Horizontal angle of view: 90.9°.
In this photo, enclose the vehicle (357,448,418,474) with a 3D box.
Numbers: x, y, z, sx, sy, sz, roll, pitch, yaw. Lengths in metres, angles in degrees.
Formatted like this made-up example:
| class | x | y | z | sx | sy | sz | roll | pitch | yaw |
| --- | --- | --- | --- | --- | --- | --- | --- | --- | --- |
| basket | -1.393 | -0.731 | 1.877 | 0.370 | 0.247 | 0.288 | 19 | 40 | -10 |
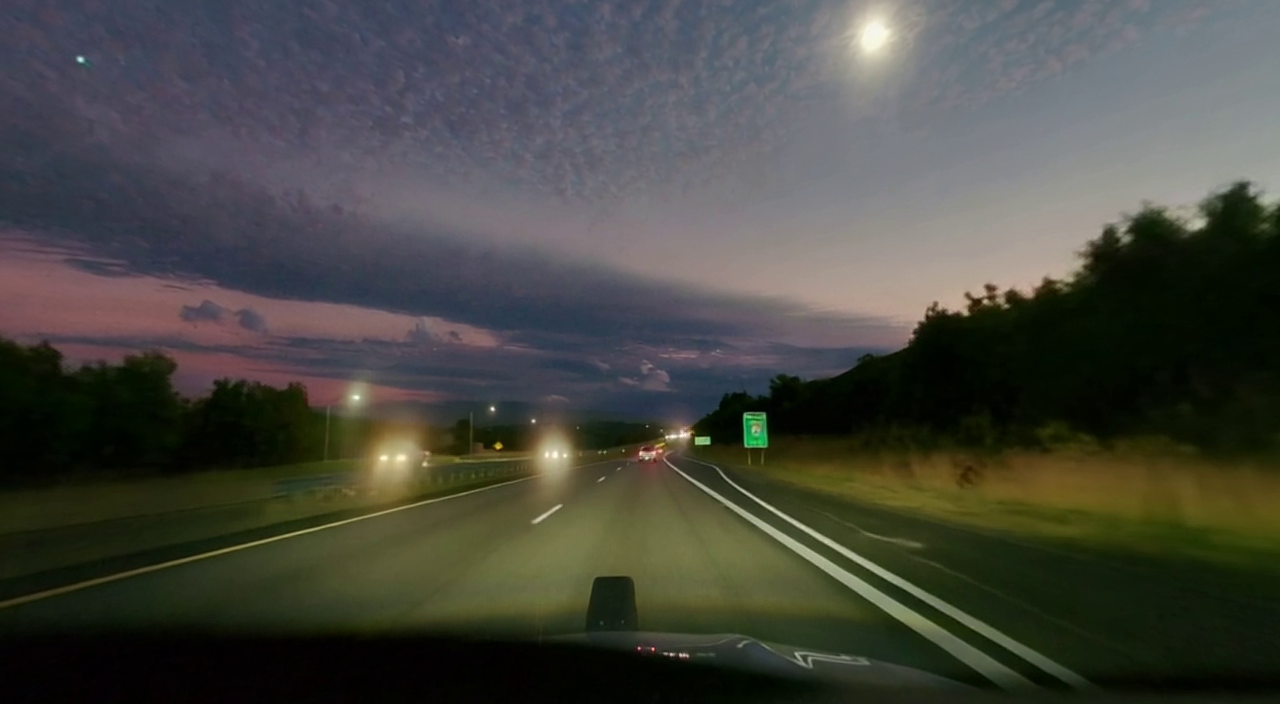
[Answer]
| class | x | y | z | sx | sy | sz | roll | pitch | yaw |
| --- | --- | --- | --- | --- | --- | --- | --- | --- | --- |
| vehicle | -16.207 | 6.991 | 40.678 | 1.966 | 1.592 | 4.513 | -1 | -9 | 2 |
